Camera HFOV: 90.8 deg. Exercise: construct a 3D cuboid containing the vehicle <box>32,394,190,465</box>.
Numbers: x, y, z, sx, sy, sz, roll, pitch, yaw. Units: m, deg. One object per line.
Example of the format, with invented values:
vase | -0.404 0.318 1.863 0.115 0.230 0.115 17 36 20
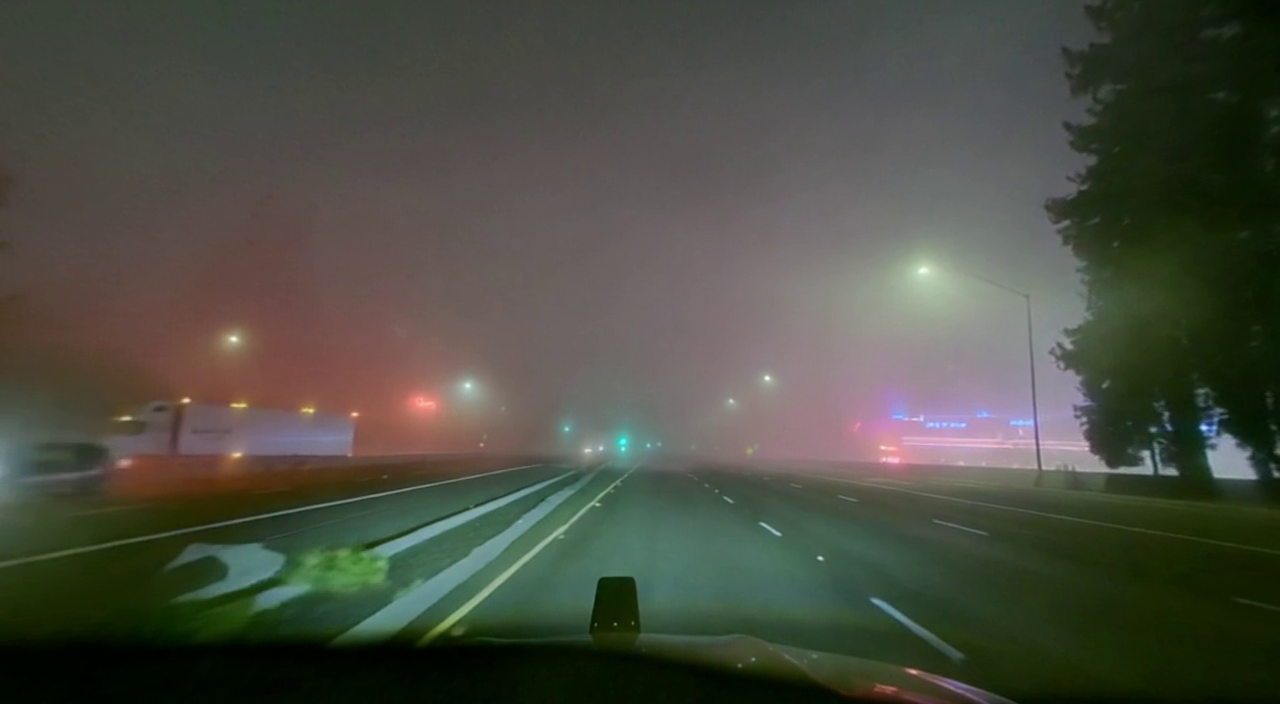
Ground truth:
vehicle | -35.260 5.255 42.502 3.275 4.316 7.018 -3 -9 25
